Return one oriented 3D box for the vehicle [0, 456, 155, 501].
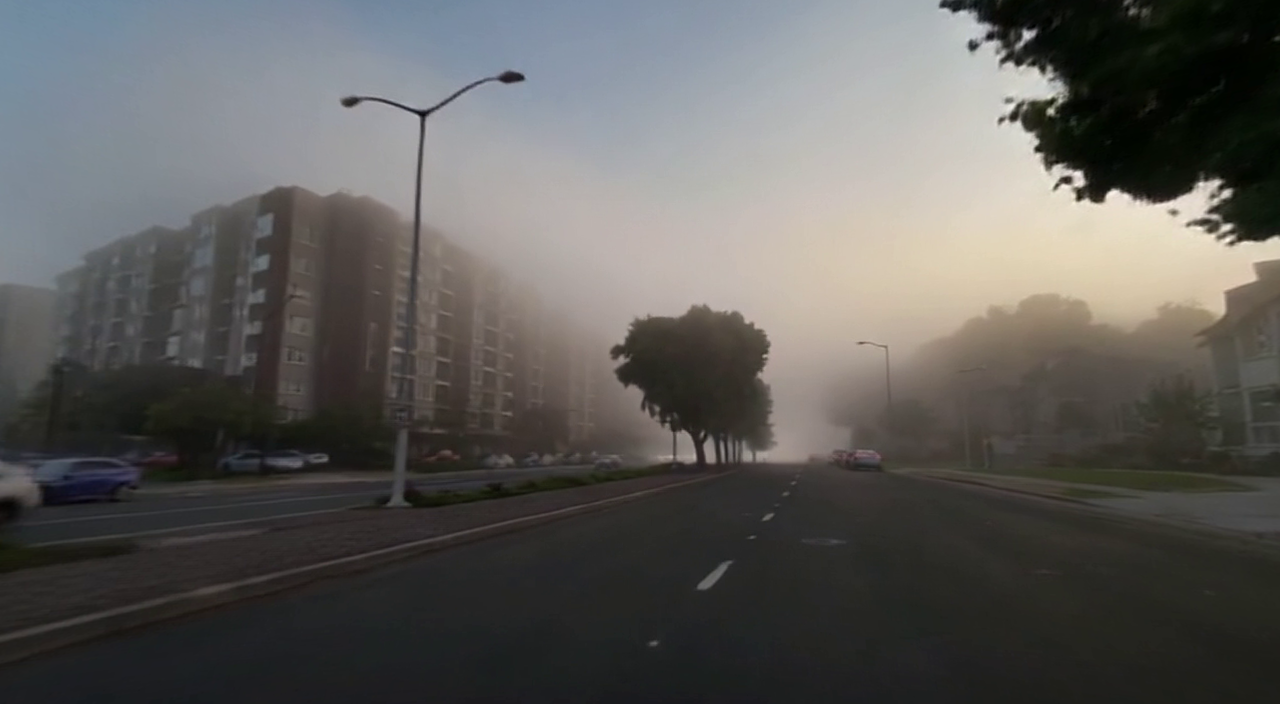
[{"bbox_3d":[-22.360,4.990,25.190,1.816,1.496,4.384,-3,-9,14],"label":"vehicle"}]
